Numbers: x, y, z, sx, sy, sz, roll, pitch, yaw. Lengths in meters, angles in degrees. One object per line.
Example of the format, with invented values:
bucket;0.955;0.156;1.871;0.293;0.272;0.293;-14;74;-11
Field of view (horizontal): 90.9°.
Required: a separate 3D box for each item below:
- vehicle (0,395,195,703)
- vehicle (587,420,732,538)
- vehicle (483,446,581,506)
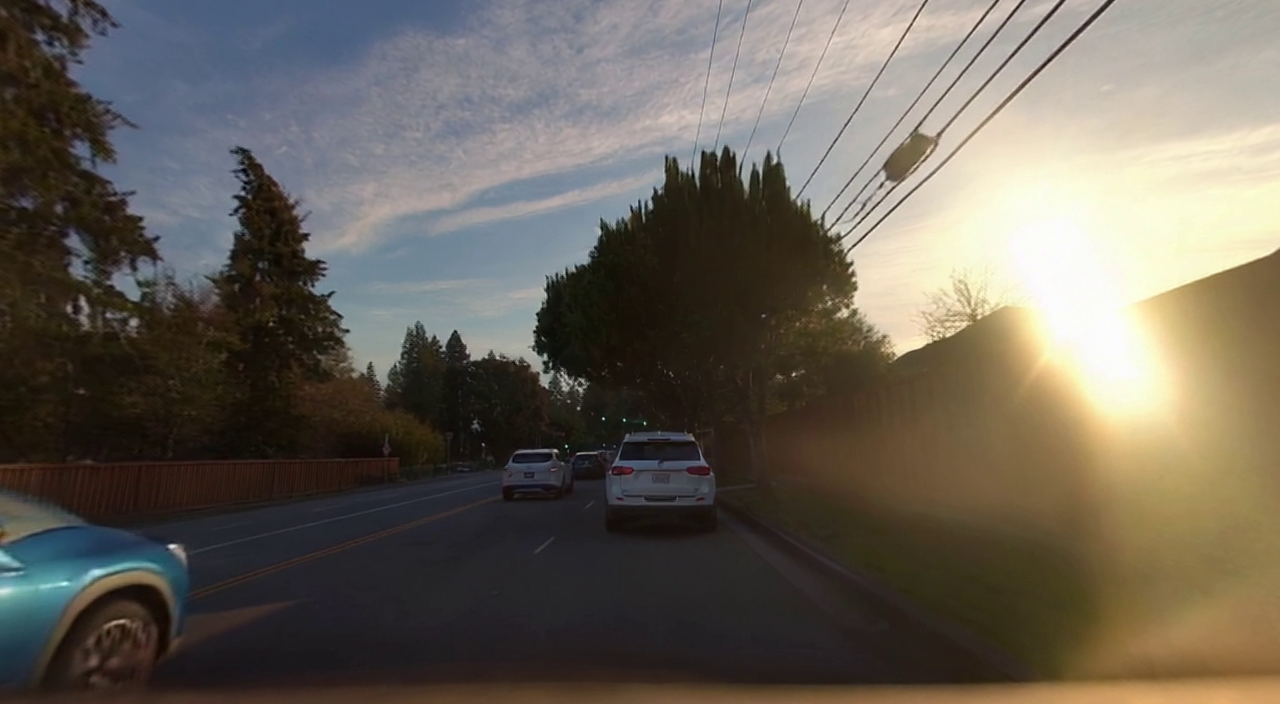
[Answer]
vehicle;-3.453;0.794;1.249;2.033;1.574;4.132;0;-9;1
vehicle;0.313;2.221;11.596;2.174;1.749;4.113;0;-9;1
vehicle;-2.916;3.429;17.939;1.979;1.489;4.006;0;-9;1
